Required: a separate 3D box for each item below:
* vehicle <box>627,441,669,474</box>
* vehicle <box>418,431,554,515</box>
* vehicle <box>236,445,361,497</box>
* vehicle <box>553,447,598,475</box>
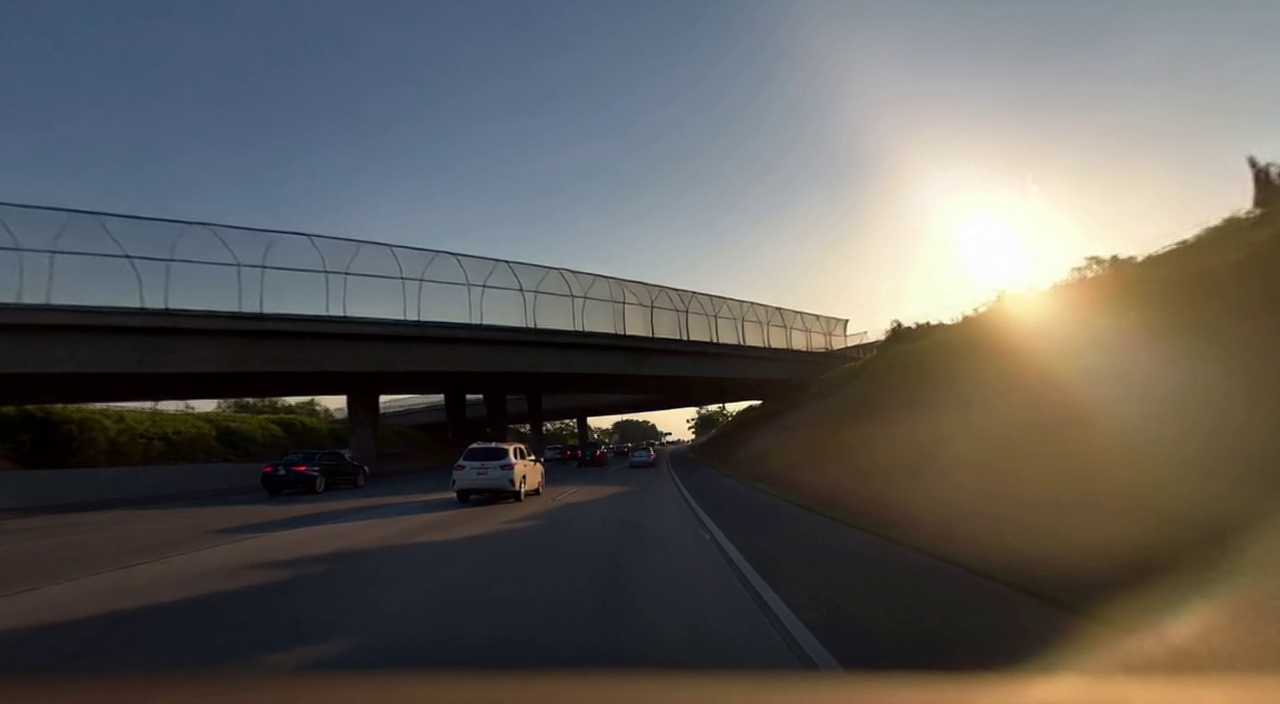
[{"bbox_3d":[0.431,5.706,34.149,2.160,1.678,4.178,0,-8,0],"label":"vehicle"},{"bbox_3d":[-3.585,2.897,15.643,2.161,1.759,4.482,0,-8,1],"label":"vehicle"},{"bbox_3d":[-12.017,4.174,22.495,1.954,1.640,4.339,0,-8,1],"label":"vehicle"},{"bbox_3d":[-3.652,6.214,36.139,1.997,1.490,4.471,0,-8,2],"label":"vehicle"}]
